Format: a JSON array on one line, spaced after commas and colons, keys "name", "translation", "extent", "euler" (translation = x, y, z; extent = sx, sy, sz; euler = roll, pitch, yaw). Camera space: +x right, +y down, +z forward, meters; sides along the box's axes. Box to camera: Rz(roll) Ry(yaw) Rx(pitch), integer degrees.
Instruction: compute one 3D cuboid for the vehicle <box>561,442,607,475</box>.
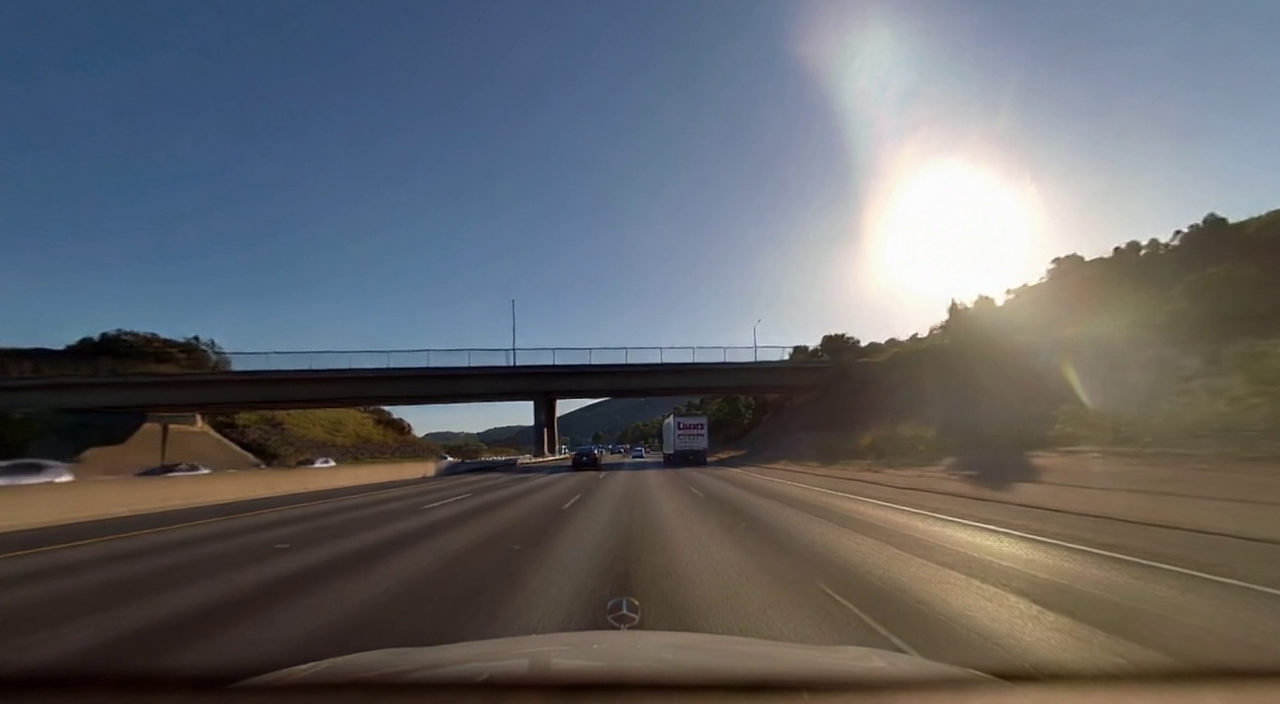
[{"name": "vehicle", "translation": [-2.926, 5.713, 34.029], "extent": [2.052, 1.654, 4.303], "euler": [0, -9, 0]}]
